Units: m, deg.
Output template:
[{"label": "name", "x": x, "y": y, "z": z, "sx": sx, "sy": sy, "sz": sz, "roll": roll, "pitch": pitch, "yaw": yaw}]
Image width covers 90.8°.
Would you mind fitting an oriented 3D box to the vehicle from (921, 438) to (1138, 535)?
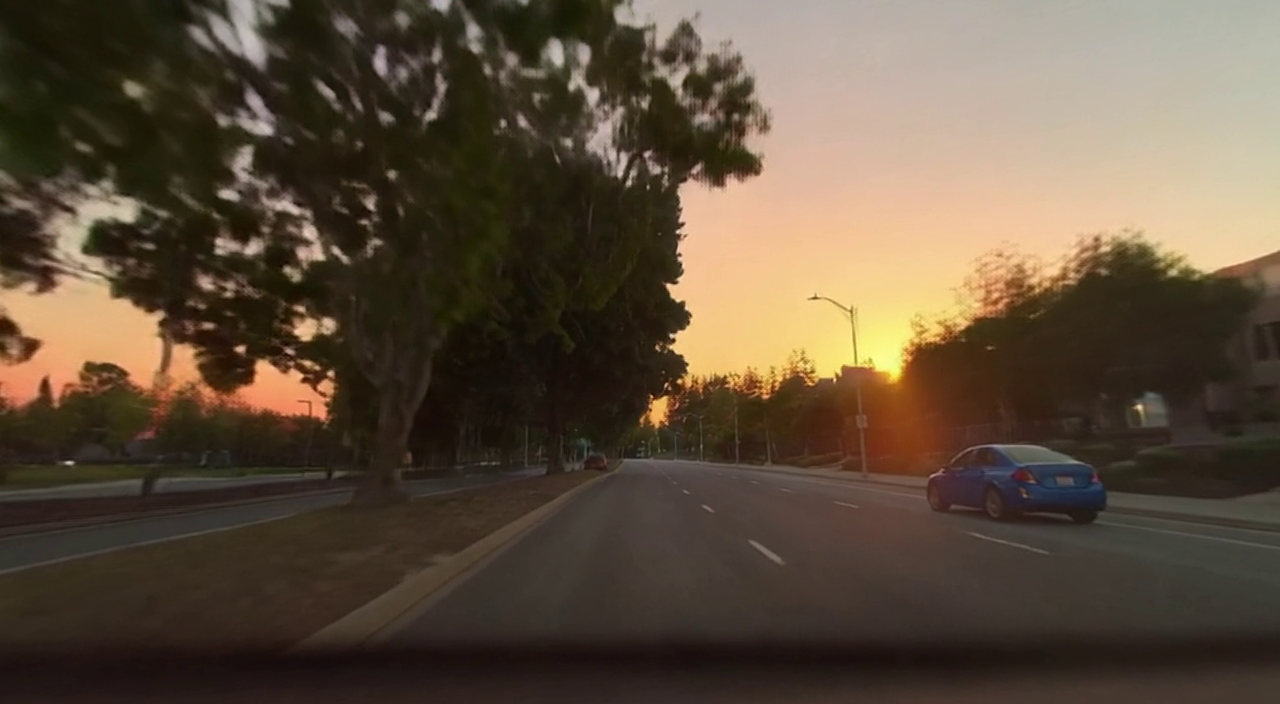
[{"label": "vehicle", "x": 7.057, "y": 2.433, "z": 11.941, "sx": 1.797, "sy": 1.518, "sz": 3.433, "roll": 0, "pitch": -9, "yaw": -1}]
